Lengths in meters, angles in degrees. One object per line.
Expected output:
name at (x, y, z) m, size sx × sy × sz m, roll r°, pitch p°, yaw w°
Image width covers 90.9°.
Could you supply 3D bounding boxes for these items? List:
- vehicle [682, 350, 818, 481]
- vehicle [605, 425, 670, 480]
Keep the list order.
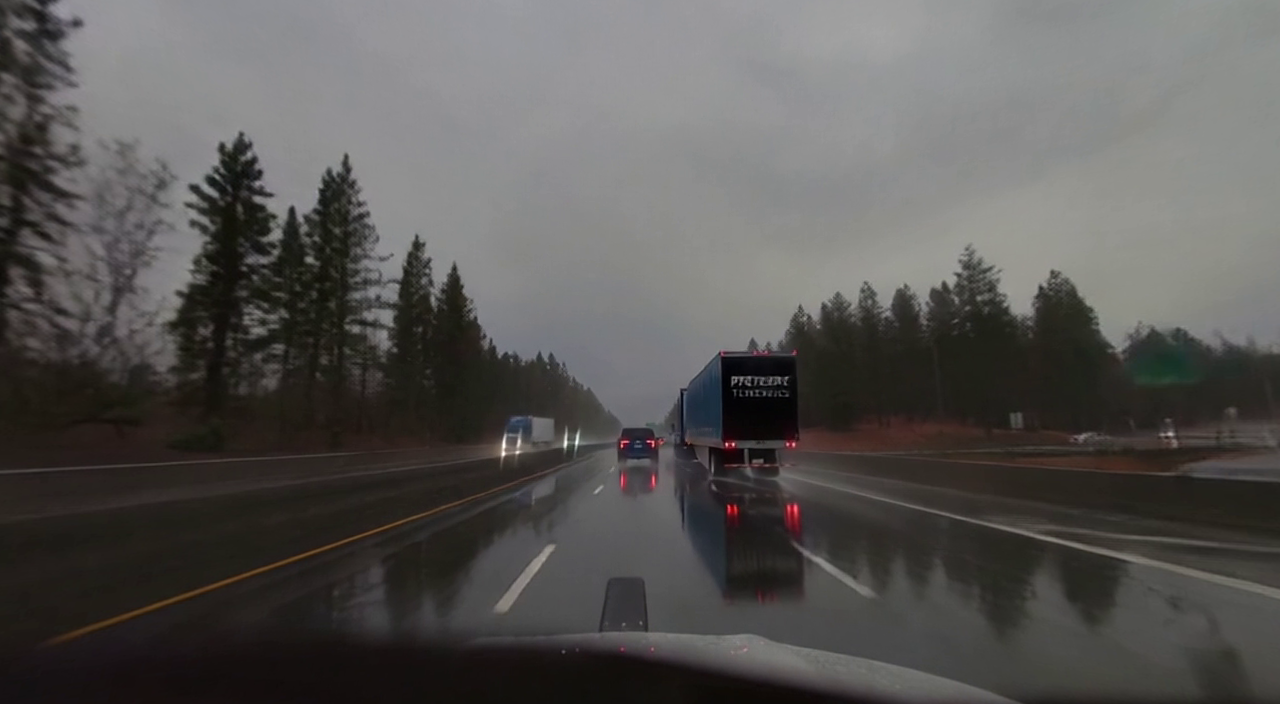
vehicle at (4.042, 3.214, 28.408) m, size 2.899 × 4.160 × 16.621 m, roll 0°, pitch -8°, yaw -1°
vehicle at (-0.093, 3.767, 23.800) m, size 2.222 × 1.848 × 4.610 m, roll 0°, pitch -8°, yaw 0°
